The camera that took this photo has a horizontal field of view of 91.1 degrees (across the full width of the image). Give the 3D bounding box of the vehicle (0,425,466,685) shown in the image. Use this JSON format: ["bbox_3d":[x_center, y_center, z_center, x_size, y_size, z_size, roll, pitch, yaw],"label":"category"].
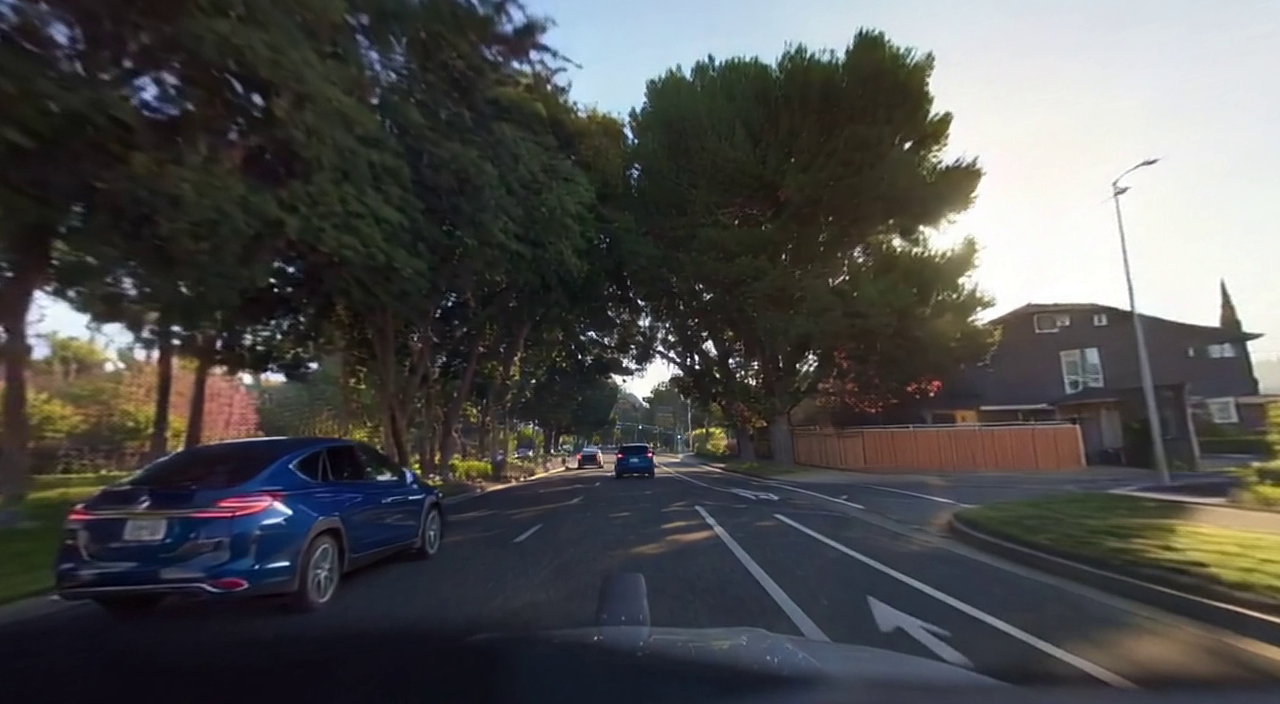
[{"bbox_3d":[-3.551,1.541,6.179,2.105,1.469,4.978,0,-8,2],"label":"vehicle"}]

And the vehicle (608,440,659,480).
[{"bbox_3d":[-0.246,4.977,29.184,2.220,1.742,4.047,0,-8,1],"label":"vehicle"}]

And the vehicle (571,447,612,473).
[{"bbox_3d":[-2.851,6.457,37.796,2.032,1.433,4.458,0,-8,2],"label":"vehicle"}]
